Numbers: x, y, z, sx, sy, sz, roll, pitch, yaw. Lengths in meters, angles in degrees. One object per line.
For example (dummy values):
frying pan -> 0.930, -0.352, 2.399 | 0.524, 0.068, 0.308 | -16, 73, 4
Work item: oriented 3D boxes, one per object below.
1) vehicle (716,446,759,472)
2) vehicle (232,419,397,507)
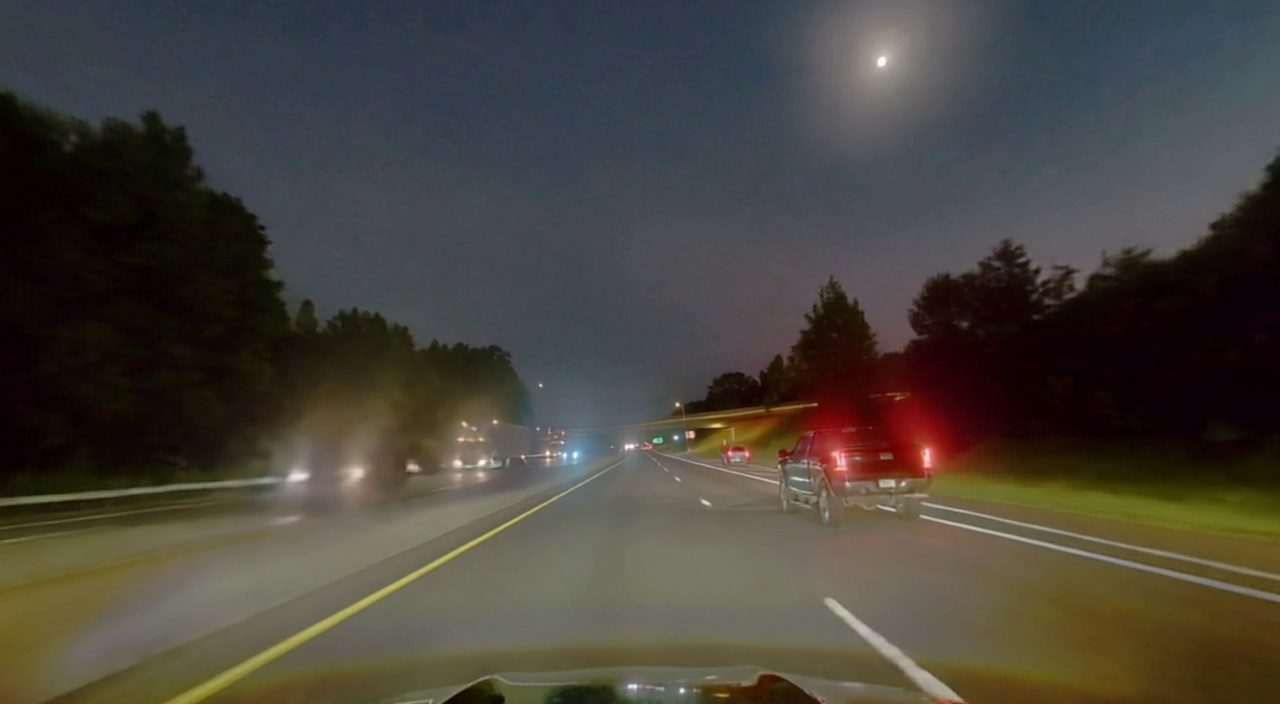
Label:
vehicle -> 5.917, 6.583, 38.818 | 1.987, 1.473, 4.244 | 0, -9, 1
vehicle -> -10.540, 3.665, 21.168 | 2.275, 2.523, 5.746 | 0, -9, 2
